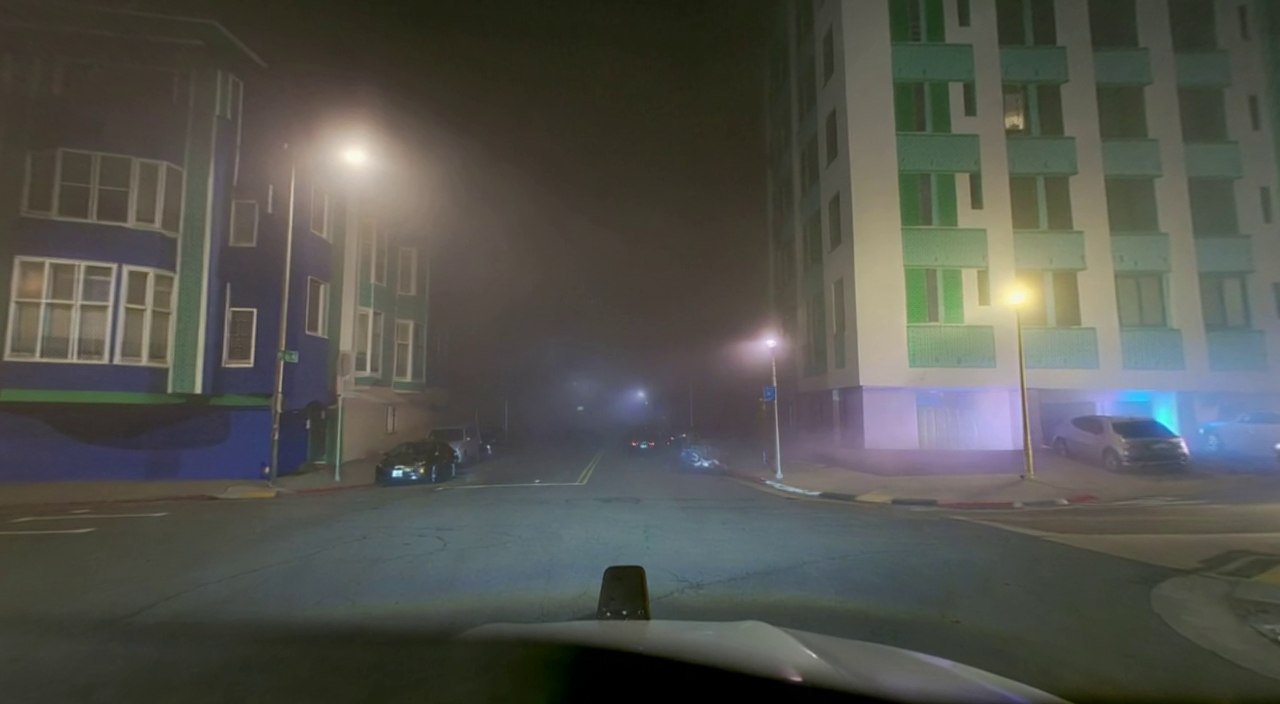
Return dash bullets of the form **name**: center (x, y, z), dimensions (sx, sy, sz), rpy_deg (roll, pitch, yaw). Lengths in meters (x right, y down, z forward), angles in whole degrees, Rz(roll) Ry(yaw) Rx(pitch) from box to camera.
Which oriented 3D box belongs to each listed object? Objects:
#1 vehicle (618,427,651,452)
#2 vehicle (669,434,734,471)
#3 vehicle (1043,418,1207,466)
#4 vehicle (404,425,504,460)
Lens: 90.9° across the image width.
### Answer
- **vehicle**: center (-0.434, 6.691, 48.033), dimensions (2.412, 1.834, 4.636), rpy_deg (0, -8, -1)
- **vehicle**: center (2.516, 4.298, 27.095), dimensions (2.290, 1.456, 4.503), rpy_deg (0, -8, -1)
- **vehicle**: center (15.370, 2.892, 20.139), dimensions (3.752, 1.453, 1.709), rpy_deg (0, -9, 2)
- **vehicle**: center (-11.424, 5.586, 38.880), dimensions (5.540, 1.950, 2.113), rpy_deg (4, -12, -28)
